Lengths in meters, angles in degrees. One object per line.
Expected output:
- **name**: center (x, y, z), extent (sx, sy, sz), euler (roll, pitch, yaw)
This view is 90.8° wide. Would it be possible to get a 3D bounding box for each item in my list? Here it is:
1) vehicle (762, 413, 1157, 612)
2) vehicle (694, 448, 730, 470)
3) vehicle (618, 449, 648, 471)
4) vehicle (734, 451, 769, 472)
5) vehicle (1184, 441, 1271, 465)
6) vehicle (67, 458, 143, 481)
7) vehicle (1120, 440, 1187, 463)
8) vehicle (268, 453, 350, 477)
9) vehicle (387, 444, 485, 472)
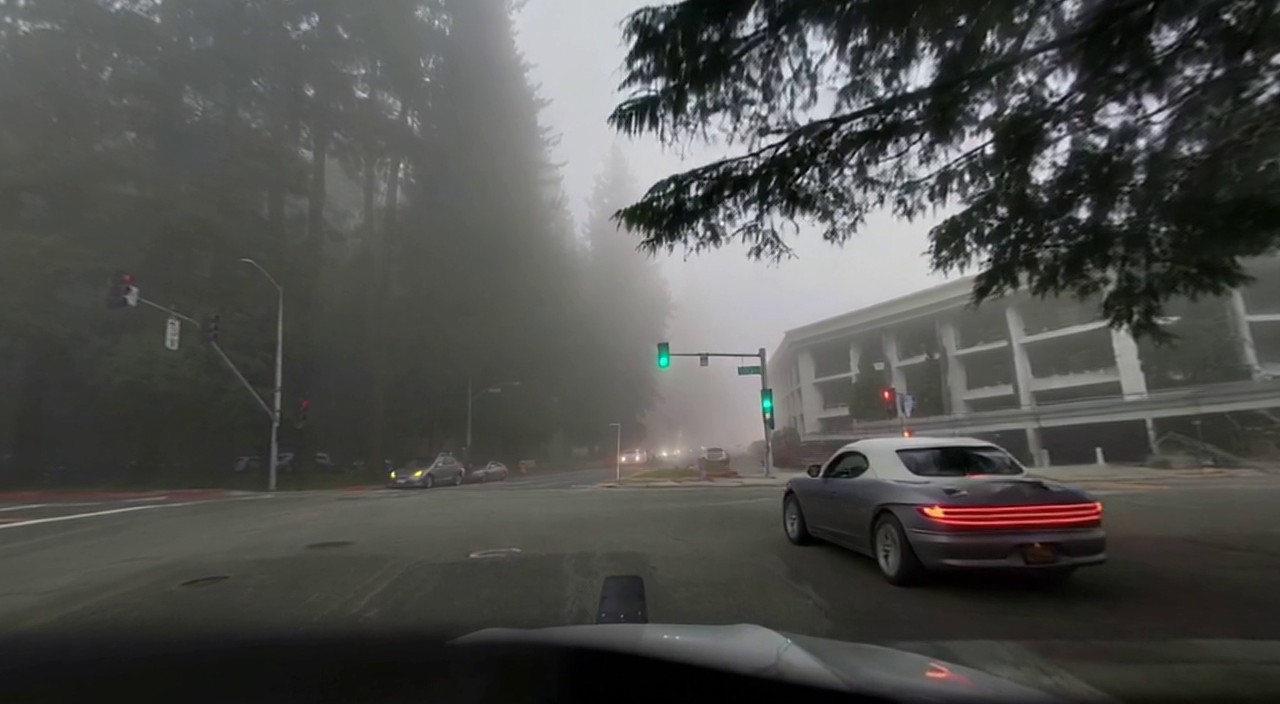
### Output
- **vehicle**: center (2.982, 1.593, 7.187), extent (1.903, 1.529, 4.254), euler (1, -9, -6)
- **vehicle**: center (5.016, 7.553, 44.724), extent (1.983, 1.453, 4.180), euler (0, -9, -1)
- **vehicle**: center (-0.529, 7.664, 45.023), extent (2.024, 1.489, 4.613), euler (0, -9, -1)
- **vehicle**: center (7.896, 7.761, 44.987), extent (1.889, 1.358, 3.751), euler (0, -9, 1)
- **vehicle**: center (40.878, 7.098, 44.106), extent (2.029, 1.521, 4.015), euler (-1, -10, -2)
- **vehicle**: center (-35.862, 7.865, 42.478), extent (1.709, 1.410, 3.945), euler (0, -9, -1)
- **vehicle**: center (35.365, 6.885, 43.593), extent (1.649, 1.463, 3.507), euler (-1, -10, 1)
- **vehicle**: center (-21.189, 7.252, 40.591), extent (4.207, 1.508, 1.875), euler (-1, -9, 3)
- **vehicle**: center (-14.199, 7.420, 44.245), extent (6.021, 1.868, 2.172), euler (0, -9, 1)
